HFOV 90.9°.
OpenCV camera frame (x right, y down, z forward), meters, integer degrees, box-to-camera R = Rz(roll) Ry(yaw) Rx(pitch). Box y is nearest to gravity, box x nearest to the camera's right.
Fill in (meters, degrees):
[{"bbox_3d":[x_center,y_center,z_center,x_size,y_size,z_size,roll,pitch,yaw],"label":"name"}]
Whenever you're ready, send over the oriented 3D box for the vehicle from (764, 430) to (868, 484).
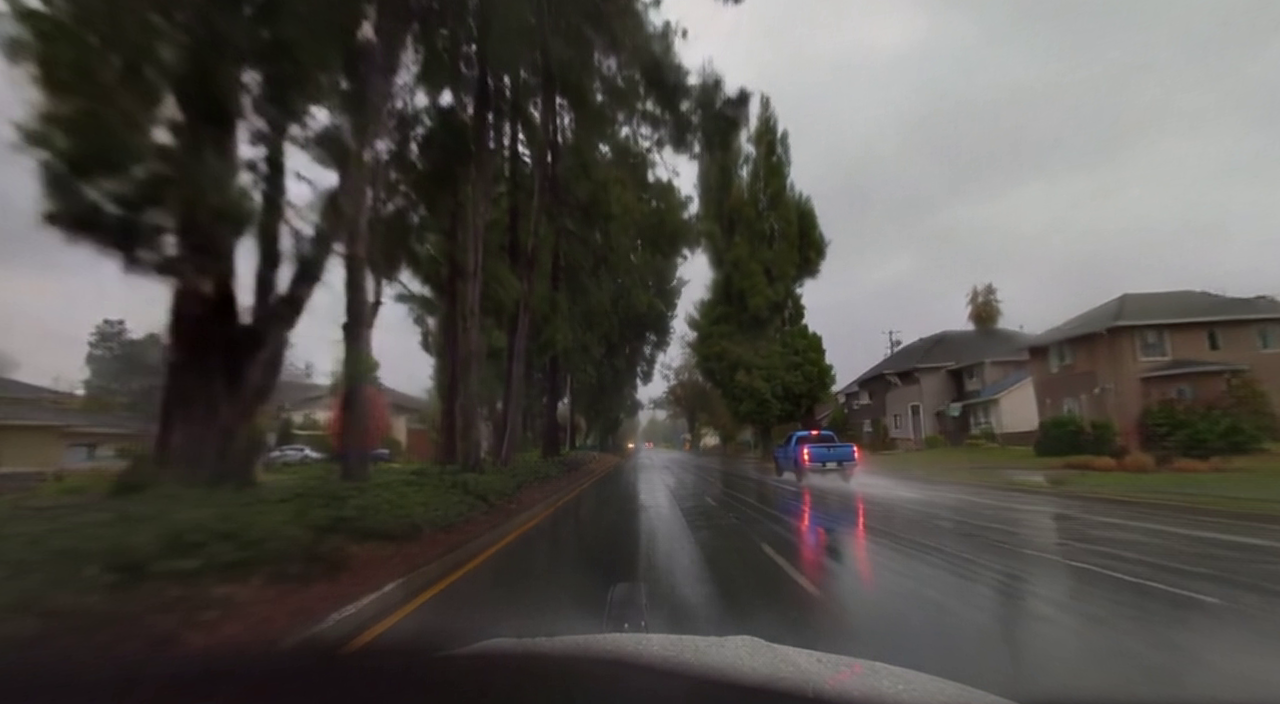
[{"bbox_3d":[6.481,3.954,24.088,2.262,1.769,5.666,0,-8,-1],"label":"vehicle"}]
